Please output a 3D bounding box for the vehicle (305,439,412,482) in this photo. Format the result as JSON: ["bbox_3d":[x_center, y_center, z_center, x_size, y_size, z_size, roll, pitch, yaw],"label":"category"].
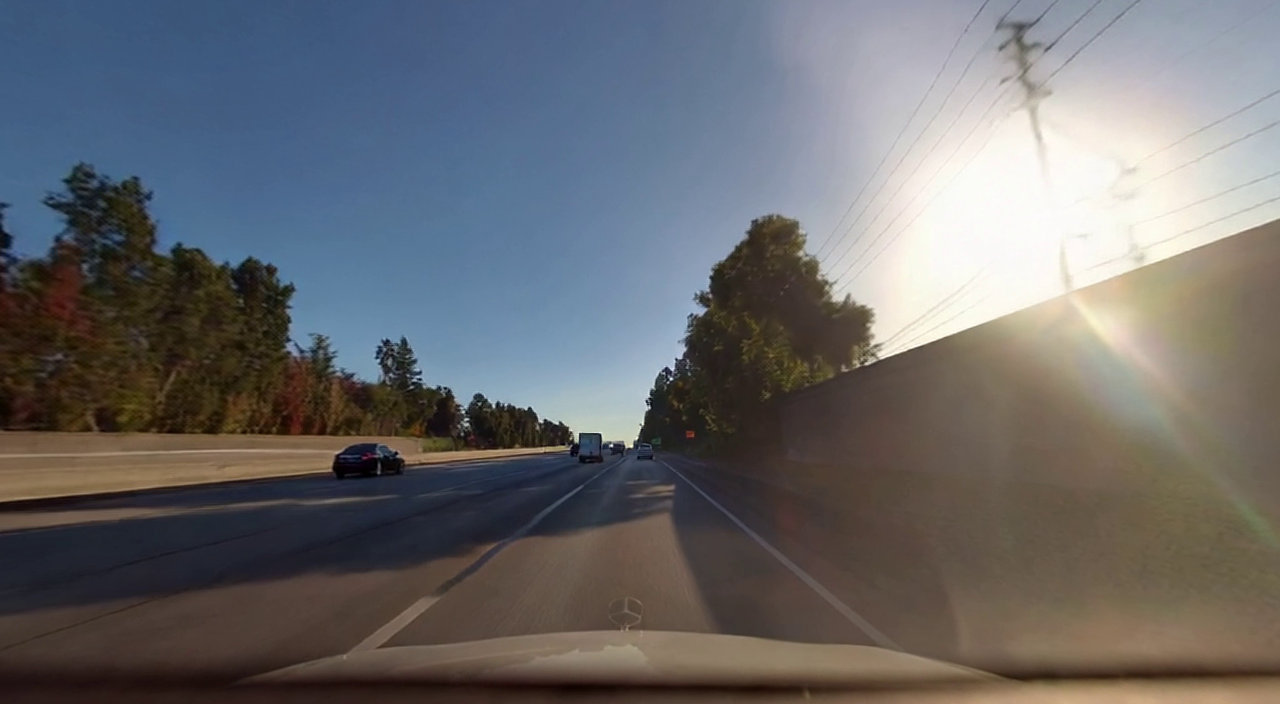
[{"bbox_3d":[-10.820,4.188,24.561,1.955,1.496,4.732,0,-8,1],"label":"vehicle"}]

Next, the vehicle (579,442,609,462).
[{"bbox_3d":[-3.549,7.820,49.321,2.046,1.478,4.111,0,-8,0],"label":"vehicle"}]
